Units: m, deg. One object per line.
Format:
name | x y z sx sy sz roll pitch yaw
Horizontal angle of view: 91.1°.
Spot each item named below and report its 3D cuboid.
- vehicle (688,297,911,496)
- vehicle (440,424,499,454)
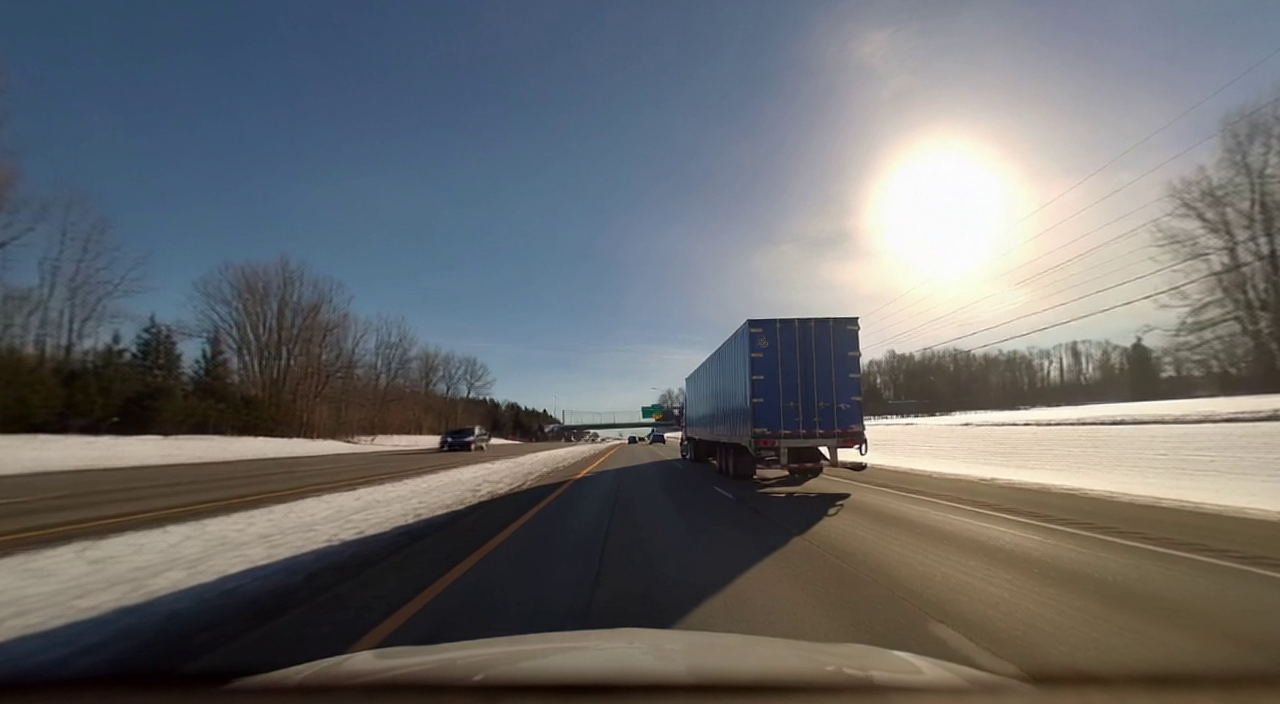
vehicle | 4.038 2.064 22.006 3.203 4.273 17.131 0 -8 0
vehicle | -9.057 4.691 33.809 1.918 1.523 4.278 0 -8 1
